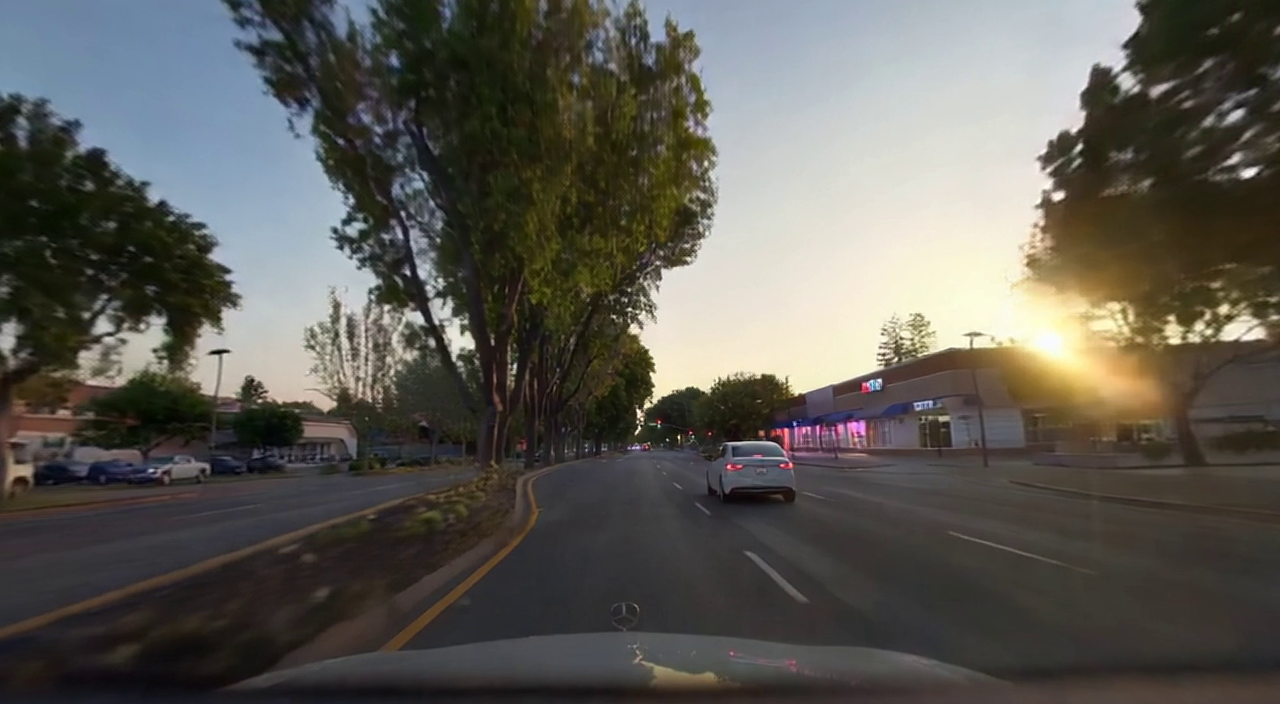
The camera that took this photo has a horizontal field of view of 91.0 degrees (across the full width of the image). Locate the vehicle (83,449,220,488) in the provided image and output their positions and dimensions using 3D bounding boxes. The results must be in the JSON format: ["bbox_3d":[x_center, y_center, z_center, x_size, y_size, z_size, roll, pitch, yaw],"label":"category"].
[{"bbox_3d":[-28.580,6.810,37.183,6.011,2.042,2.375,5,-10,-31],"label":"vehicle"}]

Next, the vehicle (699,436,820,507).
[{"bbox_3d":[2.731,2.852,15.504,2.015,1.479,4.444,0,-9,-1],"label":"vehicle"}]
